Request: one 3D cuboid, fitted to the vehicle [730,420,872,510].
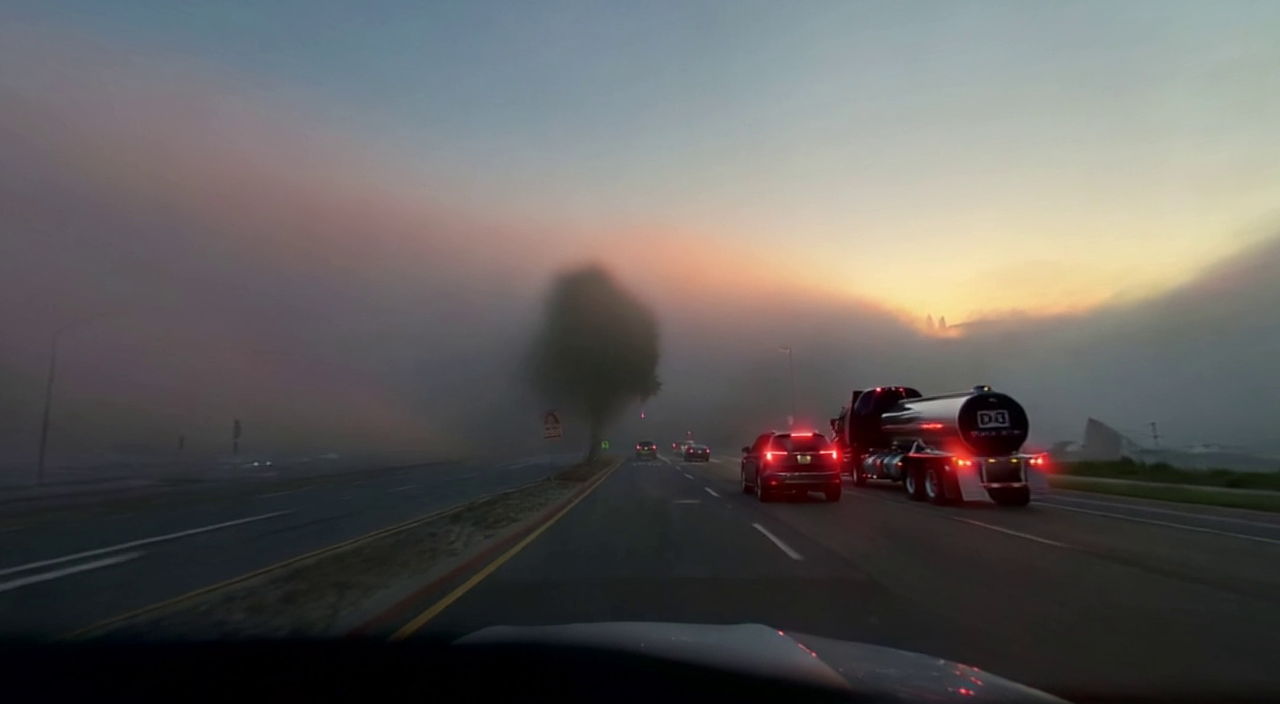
[{"bbox_3d":[3.500,2.581,14.710,2.045,1.729,4.532,-1,-9,-1],"label":"vehicle"}]

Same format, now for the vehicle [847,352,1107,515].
[{"bbox_3d":[7.761,2.098,15.781,2.849,3.207,6.275,-1,-9,-1],"label":"vehicle"}]

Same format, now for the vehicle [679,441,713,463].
[{"bbox_3d":[3.851,7.024,44.247,1.917,1.475,4.081,0,-9,-1],"label":"vehicle"}]

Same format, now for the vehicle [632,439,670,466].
[{"bbox_3d":[0.608,6.007,37.589,2.148,1.488,4.002,-1,-9,0],"label":"vehicle"}]
